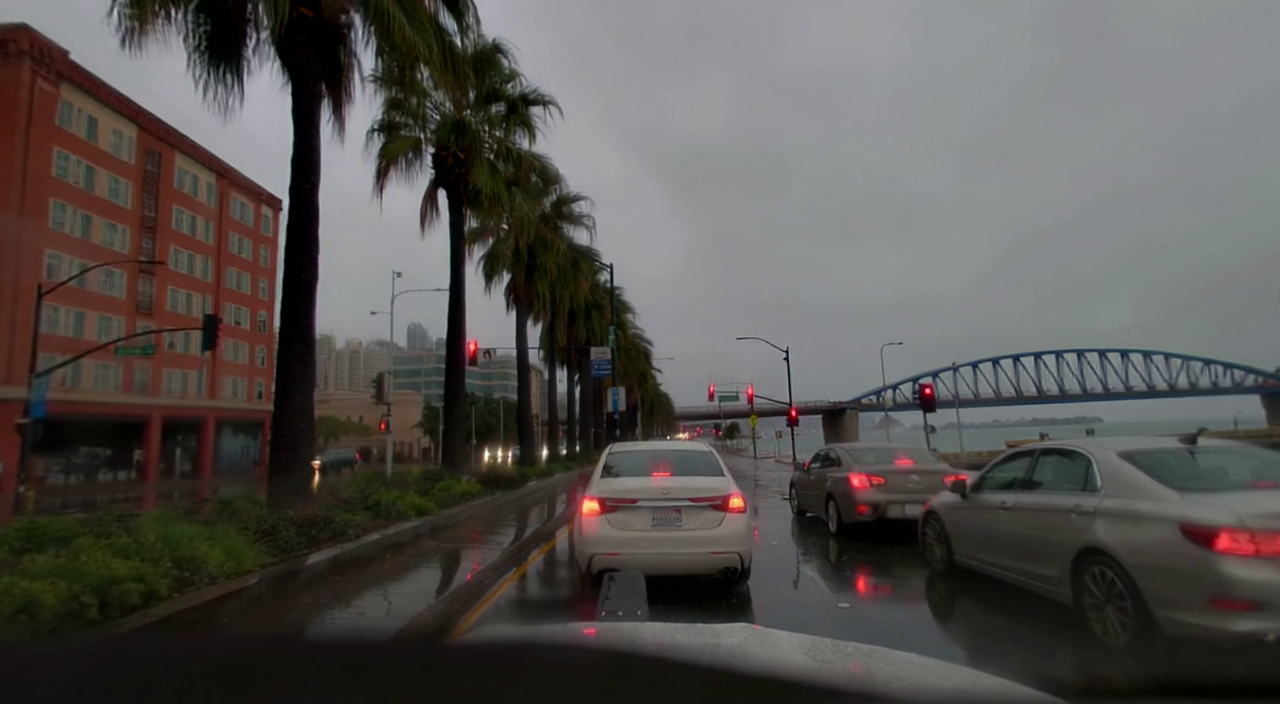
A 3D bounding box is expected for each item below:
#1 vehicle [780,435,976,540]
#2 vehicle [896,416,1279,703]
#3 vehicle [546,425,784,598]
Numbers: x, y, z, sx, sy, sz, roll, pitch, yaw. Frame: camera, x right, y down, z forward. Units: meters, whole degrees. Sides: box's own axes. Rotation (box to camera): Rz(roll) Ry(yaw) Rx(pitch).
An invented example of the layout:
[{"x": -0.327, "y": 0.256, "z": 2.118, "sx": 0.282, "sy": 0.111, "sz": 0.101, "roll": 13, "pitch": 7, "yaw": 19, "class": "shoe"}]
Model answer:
[{"x": 3.903, "y": 2.282, "z": 11.308, "sx": 1.920, "sy": 1.490, "sz": 4.417, "roll": -1, "pitch": -9, "yaw": 2, "class": "vehicle"}, {"x": 3.929, "y": 1.358, "z": 5.083, "sx": 1.913, "sy": 1.469, "sz": 4.425, "roll": 0, "pitch": -9, "yaw": 1, "class": "vehicle"}, {"x": 0.249, "y": 1.694, "z": 7.473, "sx": 2.093, "sy": 1.503, "sz": 3.681, "roll": 0, "pitch": -9, "yaw": 1, "class": "vehicle"}]
